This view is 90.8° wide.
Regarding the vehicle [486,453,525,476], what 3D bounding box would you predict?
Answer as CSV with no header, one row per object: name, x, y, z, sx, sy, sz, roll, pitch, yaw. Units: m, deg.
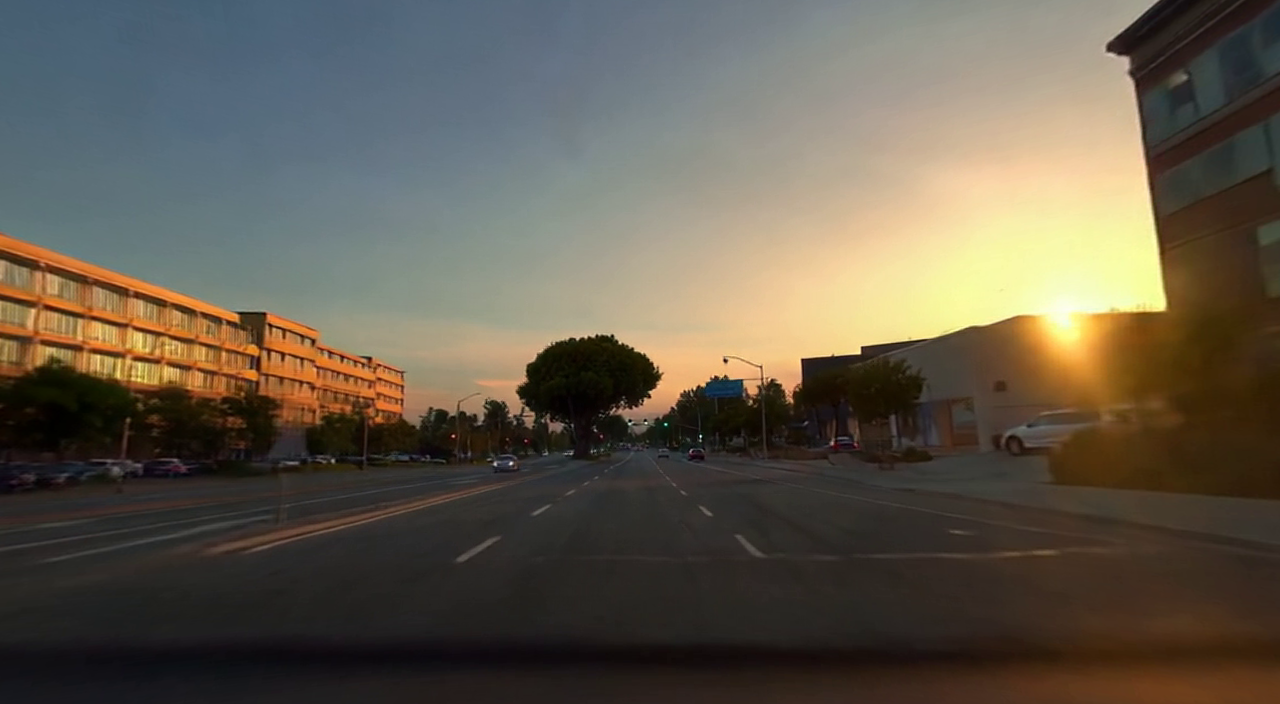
vehicle,-9.776,8.188,46.246,1.893,1.525,4.237,0,-8,1

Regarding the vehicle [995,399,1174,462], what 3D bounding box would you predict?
vehicle,16.651,3.056,24.250,2.228,2.098,5.872,0,-8,-4

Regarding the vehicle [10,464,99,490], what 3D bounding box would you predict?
vehicle,-41.479,8.829,44.817,4.377,1.711,1.930,0,-8,1
